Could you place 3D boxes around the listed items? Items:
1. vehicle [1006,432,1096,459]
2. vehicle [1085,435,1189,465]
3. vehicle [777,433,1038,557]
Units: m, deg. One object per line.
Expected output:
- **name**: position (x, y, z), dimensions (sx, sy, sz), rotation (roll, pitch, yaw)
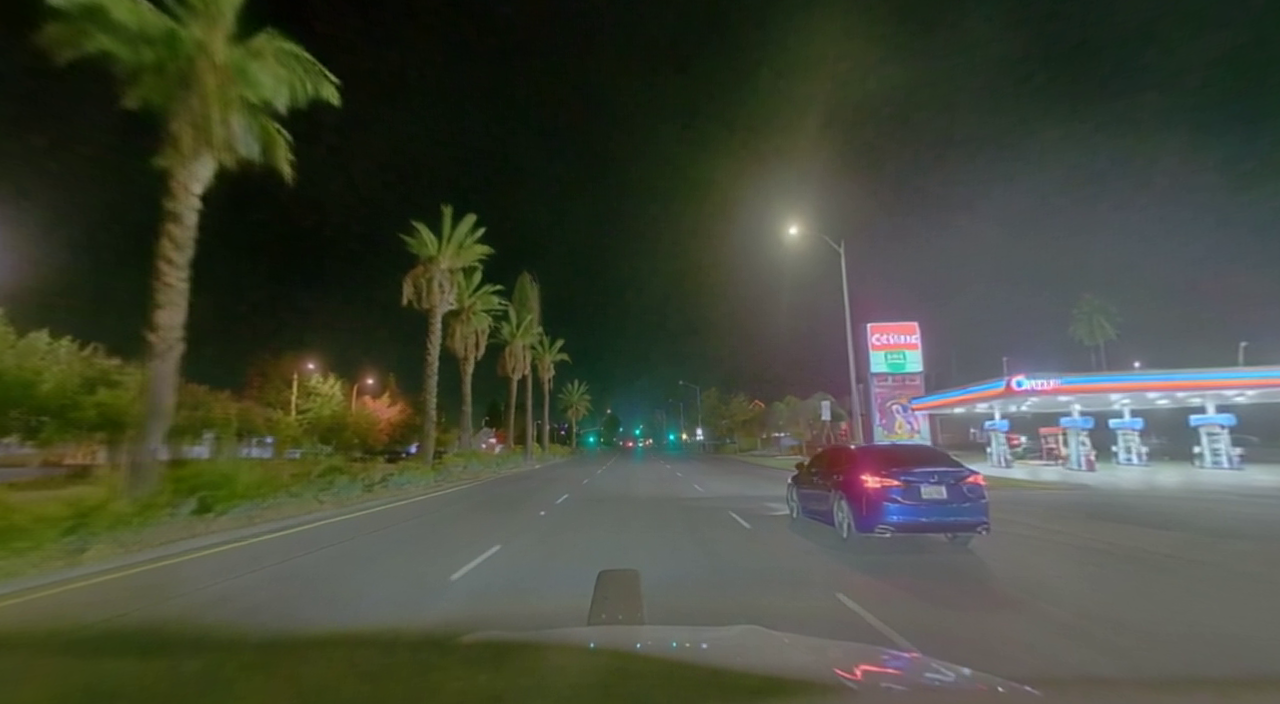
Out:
- **vehicle**: position (32.329, 7.379, 49.809), dimensions (5.339, 1.812, 2.175), rotation (-3, -9, 3)
- **vehicle**: position (28.527, 5.627, 36.377), dimensions (4.280, 1.637, 2.009), rotation (0, -9, -2)
- **vehicle**: position (3.624, 1.989, 9.615), dimensions (1.978, 1.442, 4.262), rotation (0, -8, -2)
